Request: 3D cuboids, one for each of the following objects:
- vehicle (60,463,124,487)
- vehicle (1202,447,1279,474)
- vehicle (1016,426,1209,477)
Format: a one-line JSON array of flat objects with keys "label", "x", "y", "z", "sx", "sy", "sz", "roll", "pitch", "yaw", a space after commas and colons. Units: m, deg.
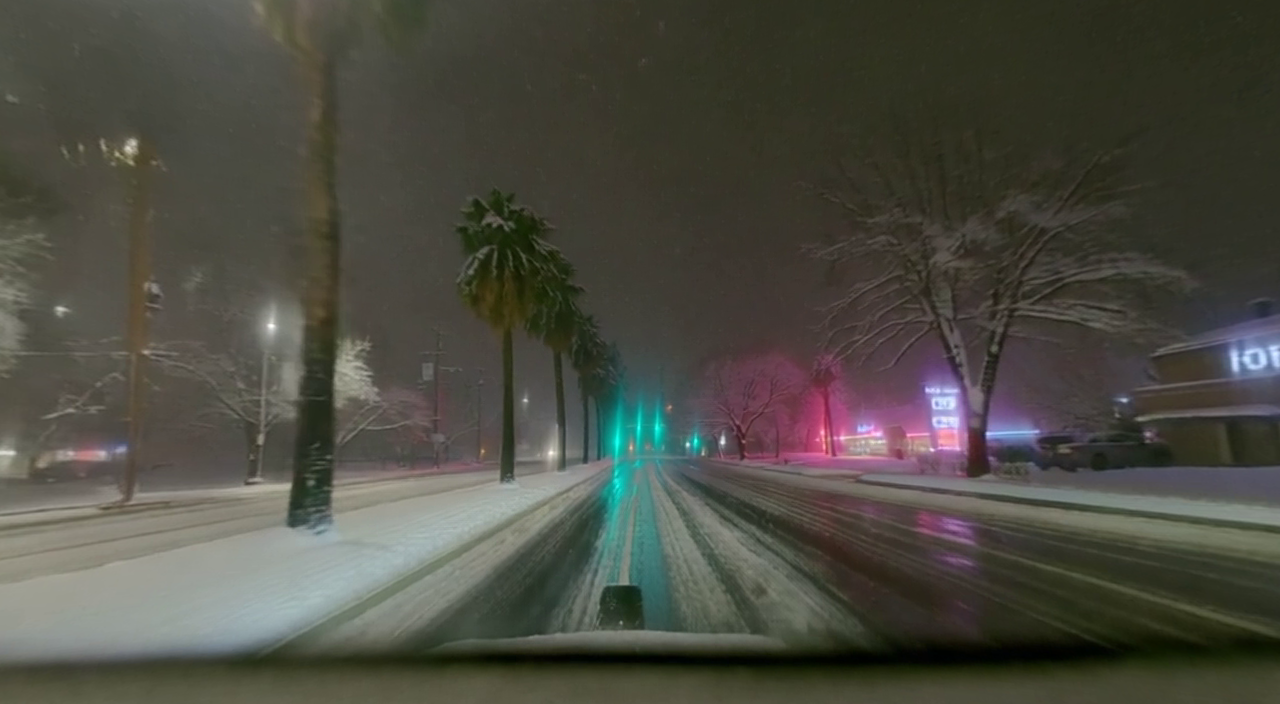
[{"label": "vehicle", "x": -42.154, "y": 9.396, "z": 48.578, "sx": 4.464, "sy": 1.684, "sz": 2.128, "roll": -5, "pitch": -10, "yaw": 28}, {"label": "vehicle", "x": 39.550, "y": 7.077, "z": 41.404, "sx": 1.919, "sy": 1.613, "sz": 3.862, "roll": -2, "pitch": -9, "yaw": 5}, {"label": "vehicle", "x": 21.427, "y": 4.540, "z": 28.958, "sx": 6.489, "sy": 2.179, "sz": 2.882, "roll": 0, "pitch": -9, "yaw": -1}]
